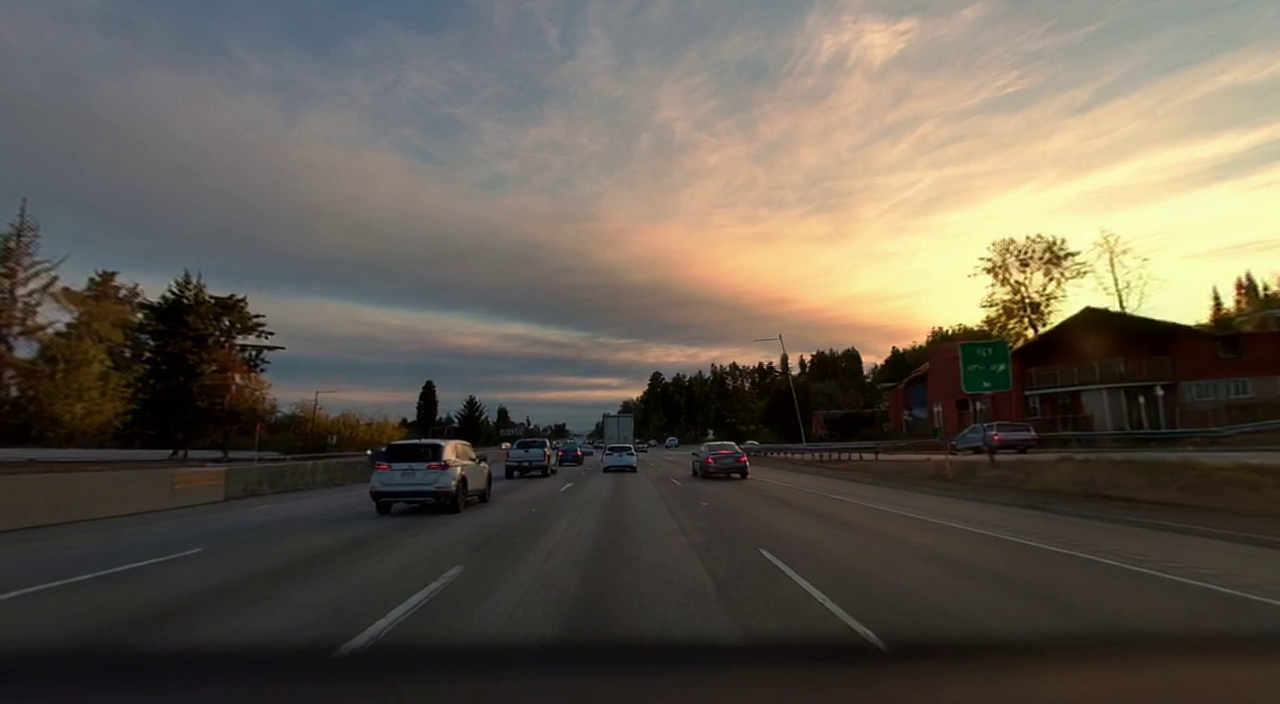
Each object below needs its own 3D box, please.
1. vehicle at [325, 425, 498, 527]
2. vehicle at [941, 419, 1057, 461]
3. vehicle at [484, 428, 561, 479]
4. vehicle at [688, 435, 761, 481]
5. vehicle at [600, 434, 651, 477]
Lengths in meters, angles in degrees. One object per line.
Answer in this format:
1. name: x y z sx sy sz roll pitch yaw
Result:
1. vehicle: -4.253 2.367 12.562 1.988 1.668 4.021 0 -9 -1
2. vehicle: 15.203 3.793 27.044 2.048 1.674 4.106 2 -9 -10
3. vehicle: -4.828 4.294 26.875 2.301 1.944 5.482 0 -9 -1
4. vehicle: 3.097 3.986 23.978 2.027 1.554 4.252 0 -9 -2
5. vehicle: -0.645 4.514 27.741 2.063 1.703 4.203 0 -9 -2
